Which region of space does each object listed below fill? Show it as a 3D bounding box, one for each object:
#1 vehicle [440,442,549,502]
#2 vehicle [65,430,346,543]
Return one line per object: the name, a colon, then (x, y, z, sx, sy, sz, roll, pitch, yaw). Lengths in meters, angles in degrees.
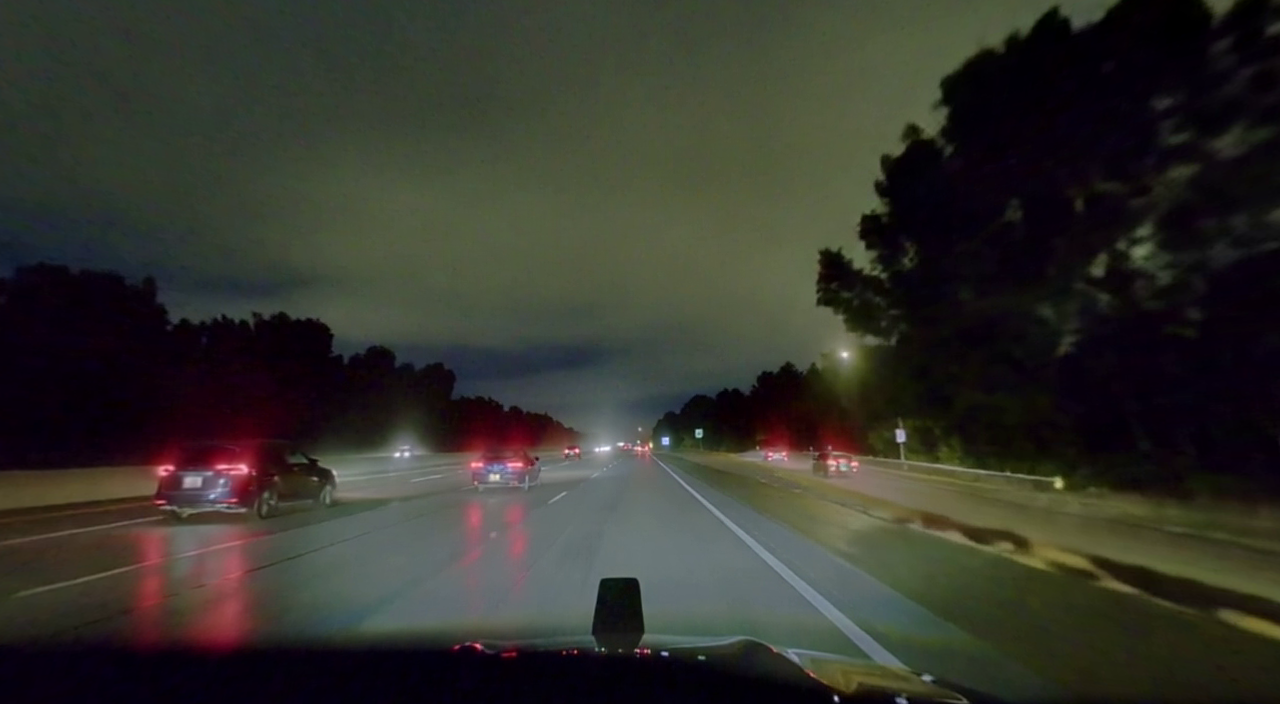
vehicle: (-4.151, 3.497, 18.877, 2.104, 1.558, 4.639, 0, -9, 1)
vehicle: (-7.292, 2.273, 11.260, 2.007, 1.616, 4.141, 0, -9, 1)
